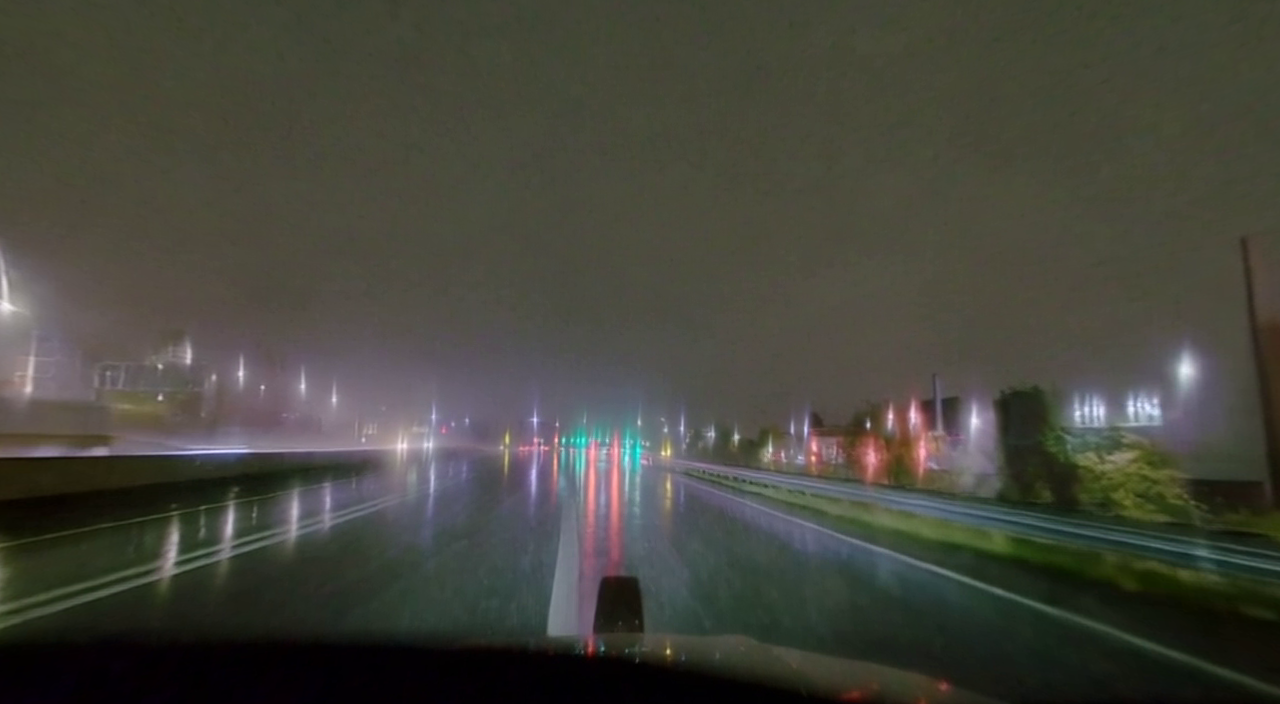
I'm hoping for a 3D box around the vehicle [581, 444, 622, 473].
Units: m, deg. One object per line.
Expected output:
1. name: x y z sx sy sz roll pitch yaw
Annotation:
1. vehicle: -2.190 5.844 34.813 2.140 1.455 4.135 0 -9 -5
